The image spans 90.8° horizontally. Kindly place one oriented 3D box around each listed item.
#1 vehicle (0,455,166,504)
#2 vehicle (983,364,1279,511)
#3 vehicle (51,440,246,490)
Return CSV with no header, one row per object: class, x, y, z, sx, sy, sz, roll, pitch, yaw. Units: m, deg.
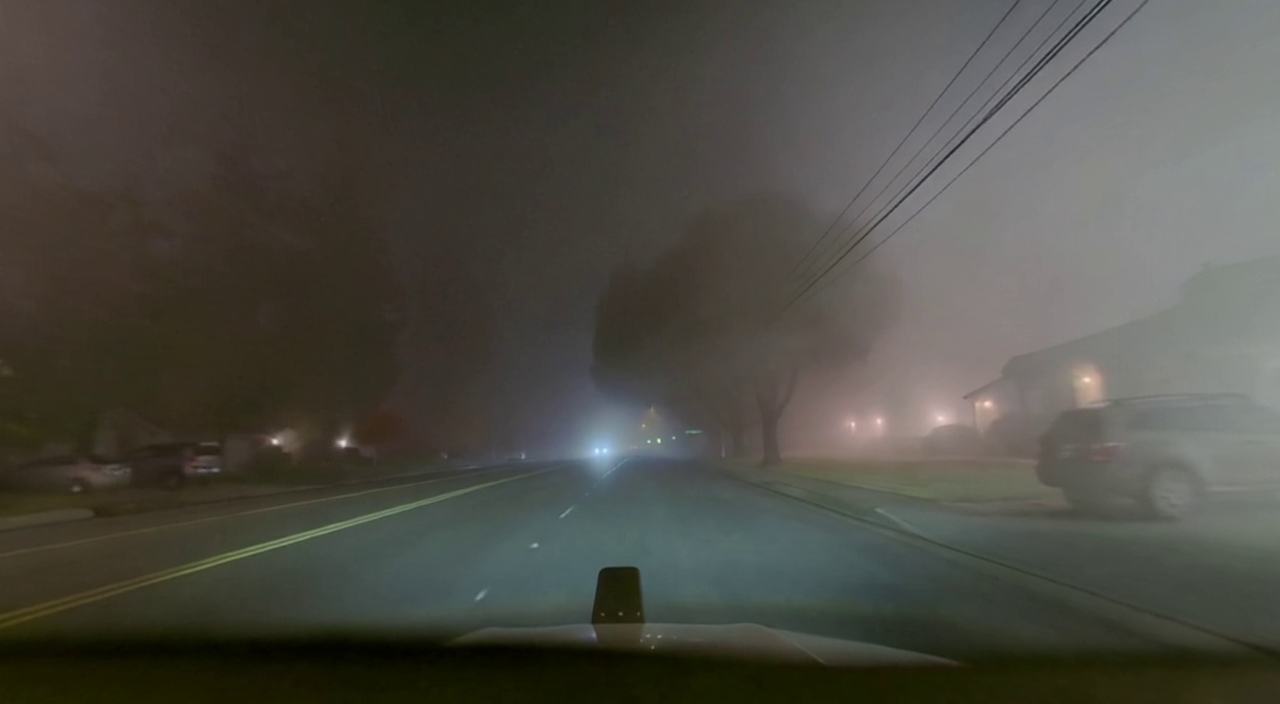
vehicle,-19.039,4.278,21.524,4.450,1.409,1.990,6,-11,-39
vehicle,9.277,1.435,10.298,5.933,2.038,2.382,1,-9,2
vehicle,-21.333,4.906,27.828,6.005,2.000,2.870,1,-7,-9
